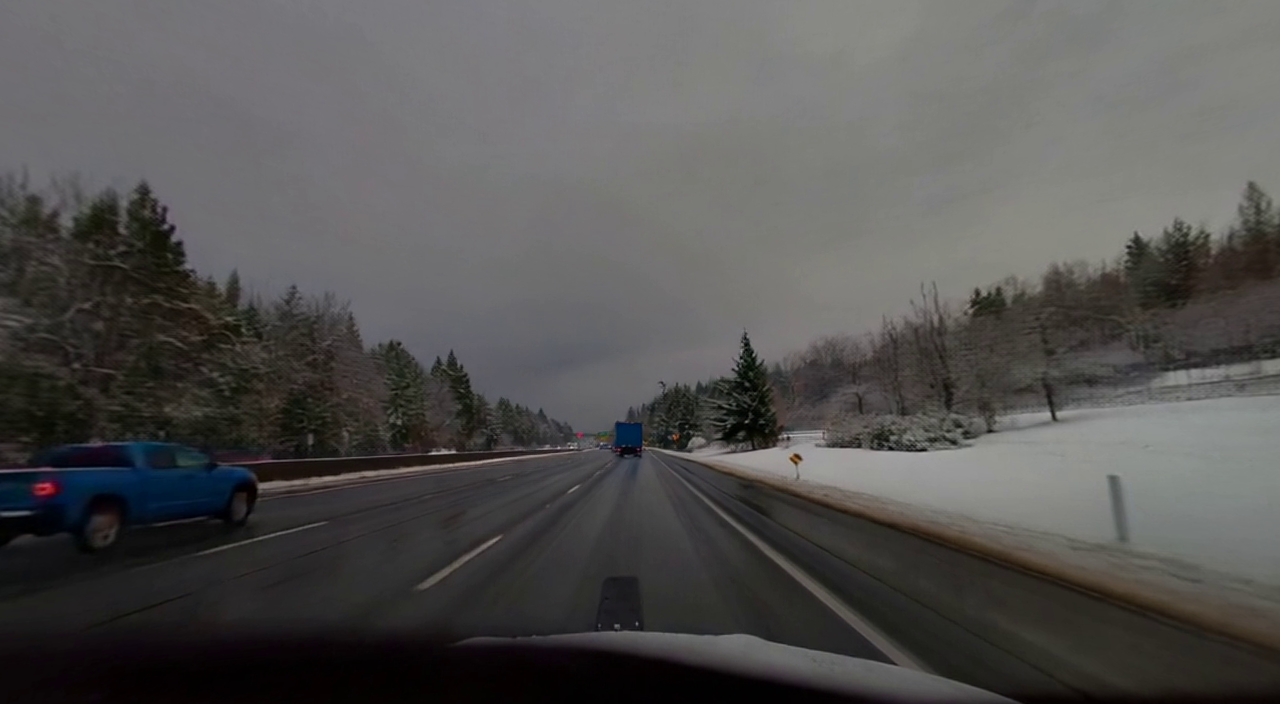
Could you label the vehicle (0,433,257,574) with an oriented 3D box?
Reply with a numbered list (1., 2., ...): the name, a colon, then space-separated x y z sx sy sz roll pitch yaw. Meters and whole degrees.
1. vehicle: -7.946 1.953 8.967 2.155 1.504 4.490 0 -8 0
